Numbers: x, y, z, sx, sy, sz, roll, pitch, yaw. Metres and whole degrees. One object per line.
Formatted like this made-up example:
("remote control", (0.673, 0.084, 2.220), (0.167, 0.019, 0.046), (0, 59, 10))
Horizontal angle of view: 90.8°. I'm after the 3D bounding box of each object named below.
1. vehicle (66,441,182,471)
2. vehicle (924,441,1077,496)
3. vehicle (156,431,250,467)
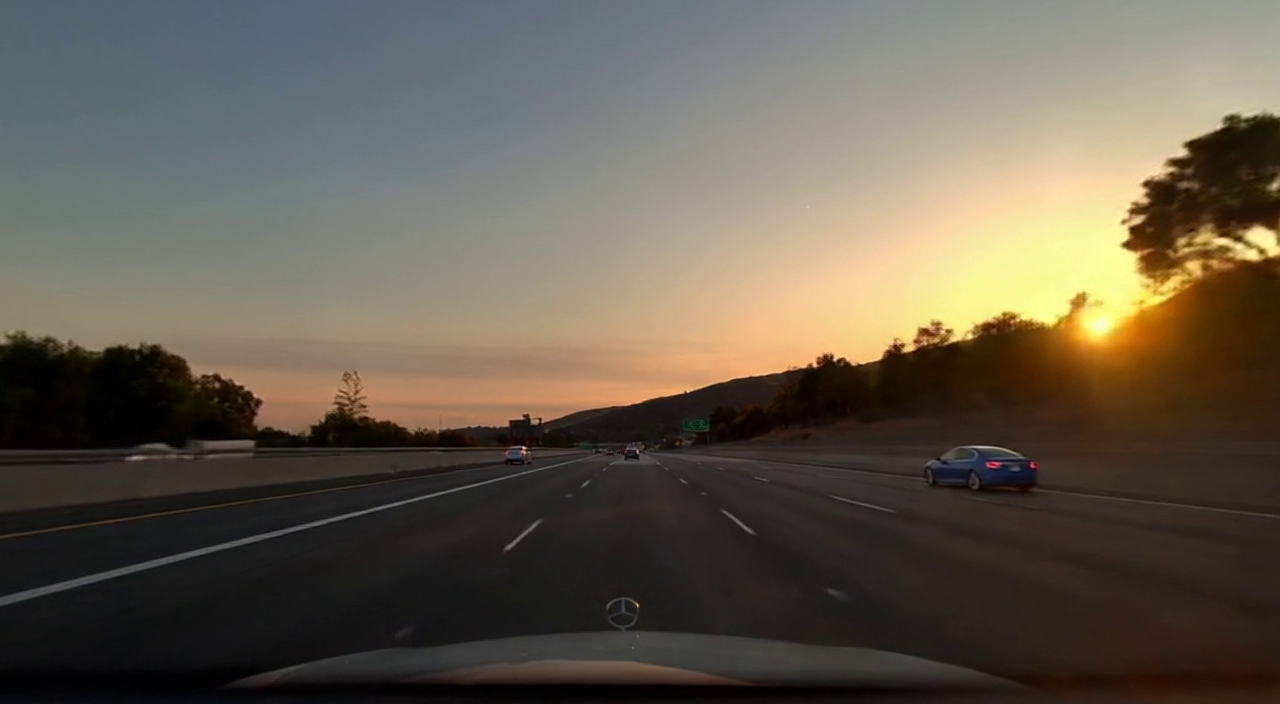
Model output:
("vehicle", (-34.086, 6.883, 42.097), (2.347, 1.843, 6.472), (0, -9, -1))
("vehicle", (10.846, 3.507, 19.471), (1.985, 1.493, 4.486), (0, -9, -1))
("vehicle", (-34.247, 7.672, 49.853), (2.678, 2.612, 6.661), (0, -8, 0))
